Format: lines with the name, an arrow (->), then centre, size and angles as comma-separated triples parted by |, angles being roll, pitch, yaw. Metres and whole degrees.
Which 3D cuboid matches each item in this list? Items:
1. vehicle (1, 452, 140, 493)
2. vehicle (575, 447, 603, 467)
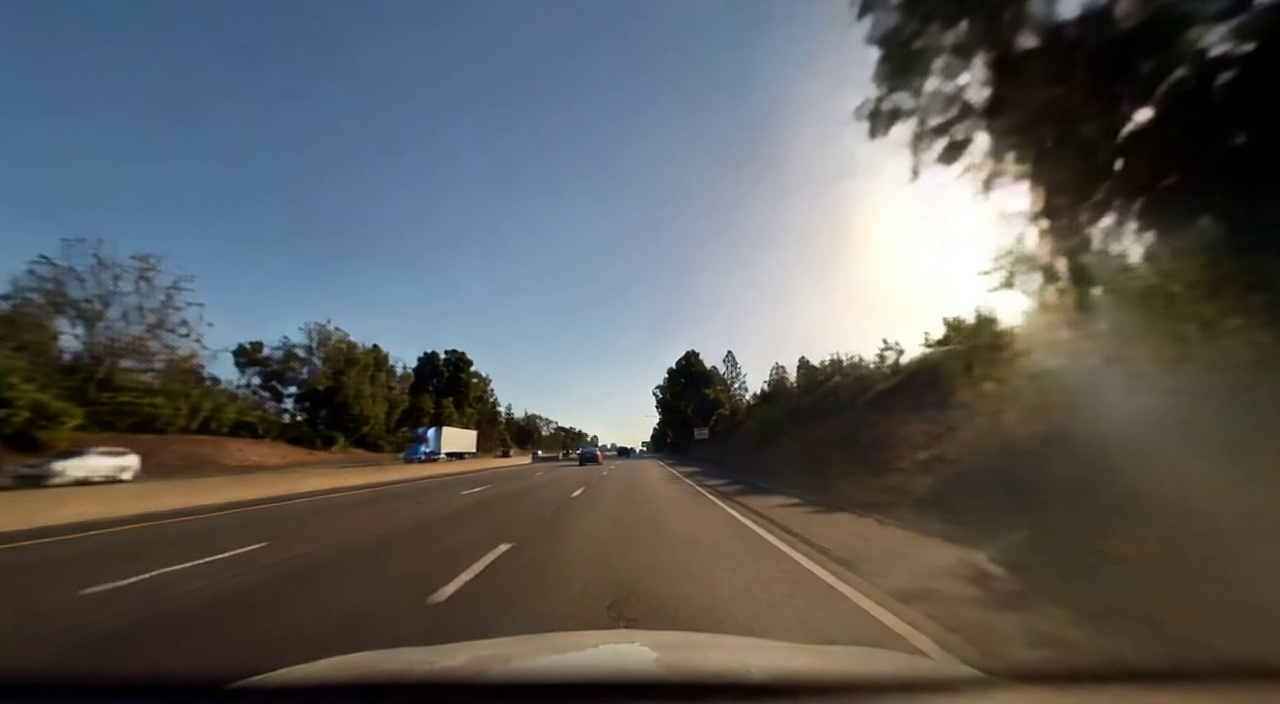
vehicle -> -23.403, 4.933, 25.997 | 1.980, 1.518, 3.986 | 0, -9, 1
vehicle -> -4.013, 8.319, 49.711 | 1.933, 1.497, 3.973 | 0, -9, 0
